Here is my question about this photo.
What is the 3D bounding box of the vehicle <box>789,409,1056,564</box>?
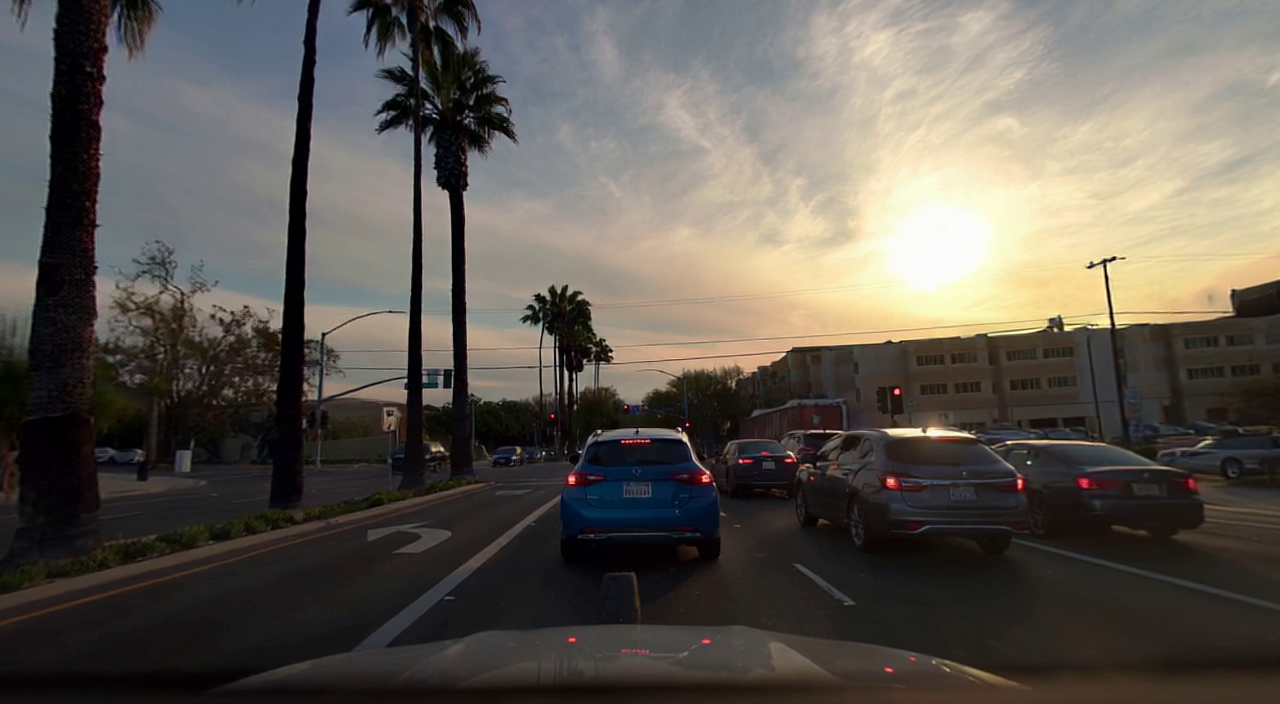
[{"bbox_3d":[3.668,1.824,9.218,1.947,1.725,4.159,0,-9,0],"label":"vehicle"}]

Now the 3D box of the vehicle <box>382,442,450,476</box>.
[{"bbox_3d":[-12.491,5.980,35.605,2.180,1.776,4.521,0,-9,0],"label":"vehicle"}]

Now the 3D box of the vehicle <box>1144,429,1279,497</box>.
[{"bbox_3d":[18.056,3.211,18.449,4.786,1.848,2.107,0,-9,-1],"label":"vehicle"}]

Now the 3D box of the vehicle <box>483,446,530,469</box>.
[{"bbox_3d":[-9.172,7.304,43.877,2.168,1.462,4.505,0,-9,1],"label":"vehicle"}]

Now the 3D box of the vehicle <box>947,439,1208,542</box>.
[{"bbox_3d":[7.368,2.328,11.254,1.832,1.477,3.981,0,-9,1],"label":"vehicle"}]

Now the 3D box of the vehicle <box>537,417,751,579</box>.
[{"bbox_3d":[0.030,1.736,8.253,2.083,1.572,4.021,0,-9,0],"label":"vehicle"}]
